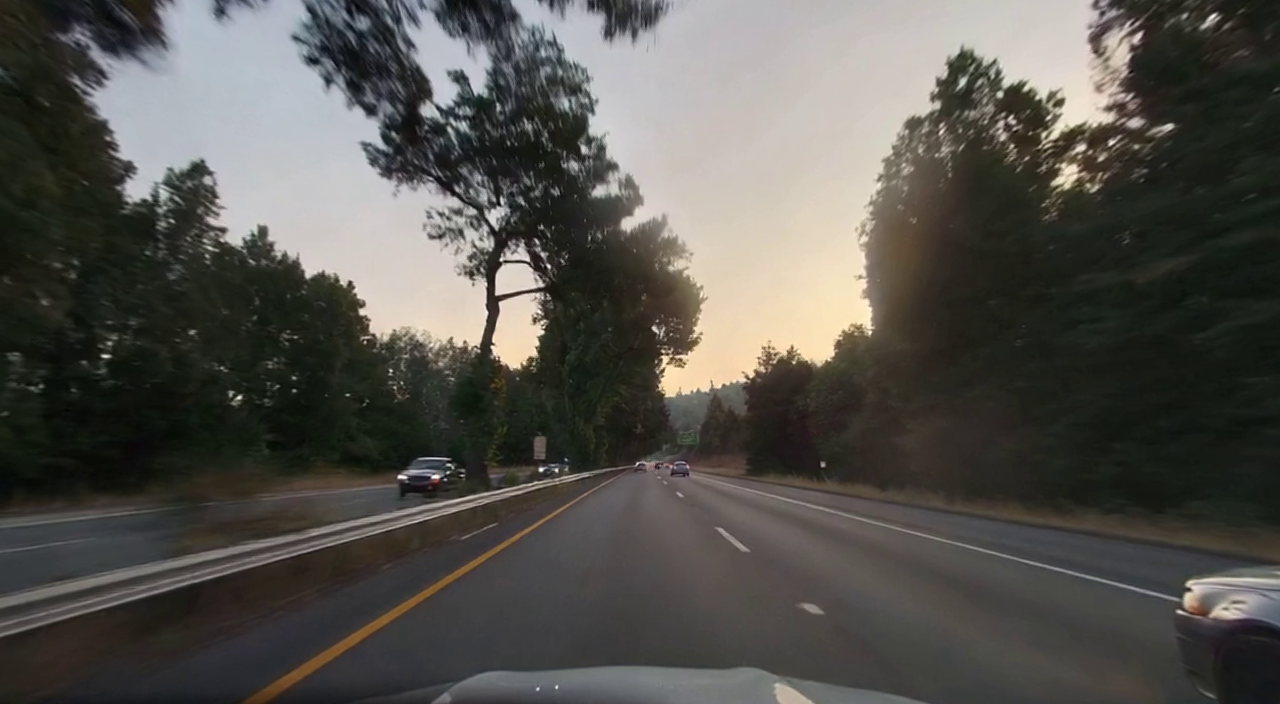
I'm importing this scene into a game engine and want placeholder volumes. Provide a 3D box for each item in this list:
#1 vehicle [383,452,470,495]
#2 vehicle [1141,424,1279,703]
[{"bbox_3d":[-8.362,4.828,25.088,2.040,1.520,3.887,1,-10,1],"label":"vehicle"},{"bbox_3d":[3.665,0.837,1.384,1.825,1.494,3.959,1,-10,0],"label":"vehicle"}]
